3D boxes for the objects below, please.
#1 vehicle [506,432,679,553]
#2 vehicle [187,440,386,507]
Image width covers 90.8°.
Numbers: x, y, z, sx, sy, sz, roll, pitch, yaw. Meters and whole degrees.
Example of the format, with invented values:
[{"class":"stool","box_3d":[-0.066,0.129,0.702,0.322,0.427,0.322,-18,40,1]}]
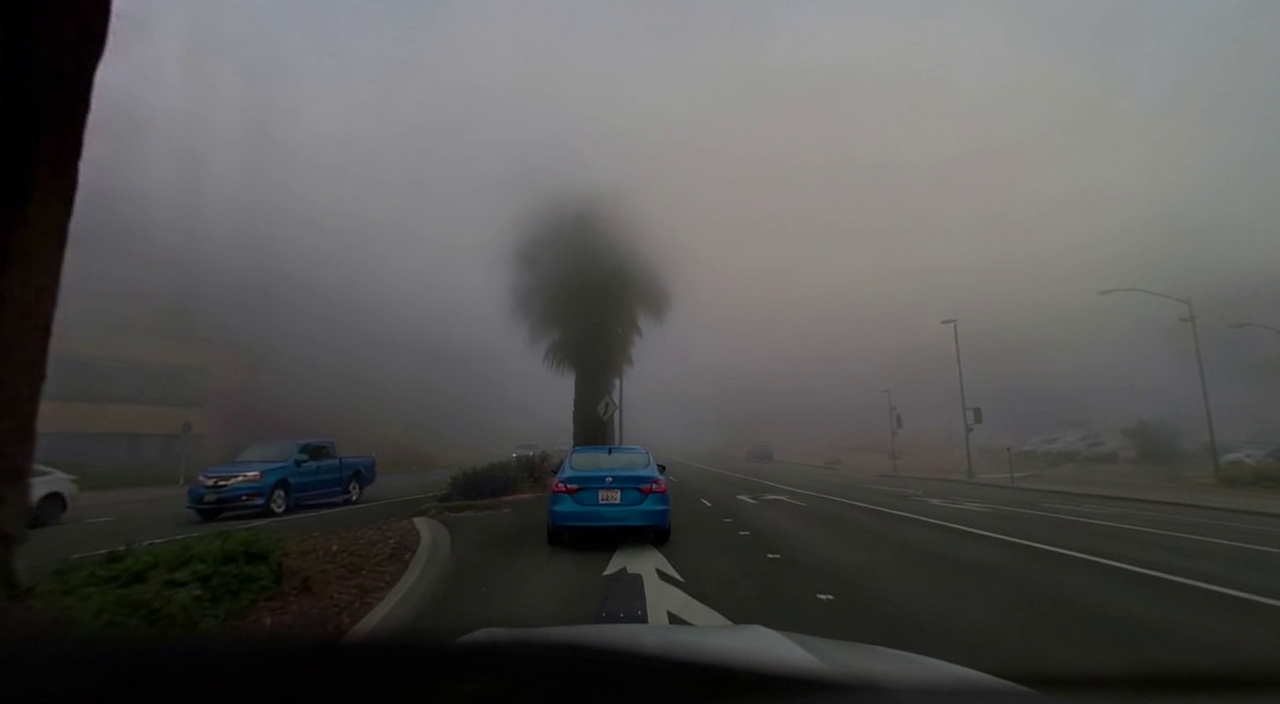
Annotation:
[{"class":"vehicle","box_3d":[-1.015,2.090,10.217,1.986,1.473,4.382,2,-9,-15]},{"class":"vehicle","box_3d":[-9.327,3.154,16.767,4.457,1.552,2.095,-3,-9,19]}]
